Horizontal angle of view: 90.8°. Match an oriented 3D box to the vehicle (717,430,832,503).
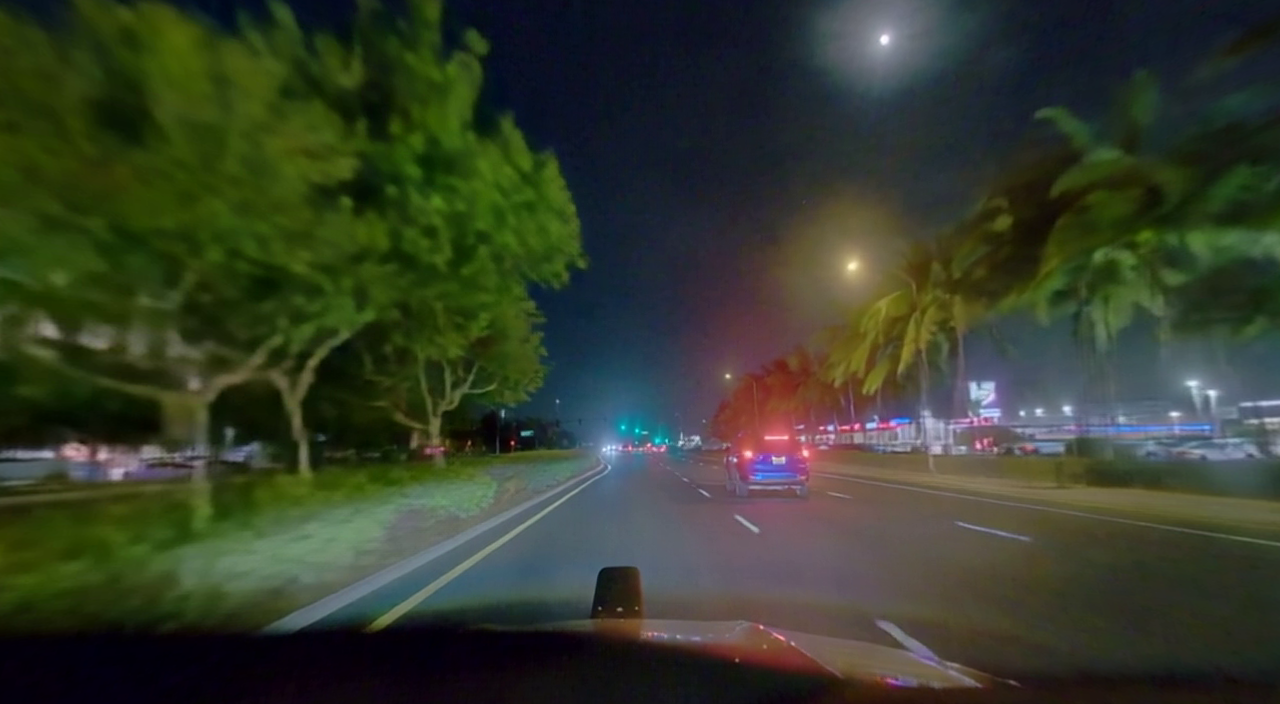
[{"bbox_3d":[3.443,3.023,17.044,2.072,1.696,4.177,0,-8,-1],"label":"vehicle"}]
